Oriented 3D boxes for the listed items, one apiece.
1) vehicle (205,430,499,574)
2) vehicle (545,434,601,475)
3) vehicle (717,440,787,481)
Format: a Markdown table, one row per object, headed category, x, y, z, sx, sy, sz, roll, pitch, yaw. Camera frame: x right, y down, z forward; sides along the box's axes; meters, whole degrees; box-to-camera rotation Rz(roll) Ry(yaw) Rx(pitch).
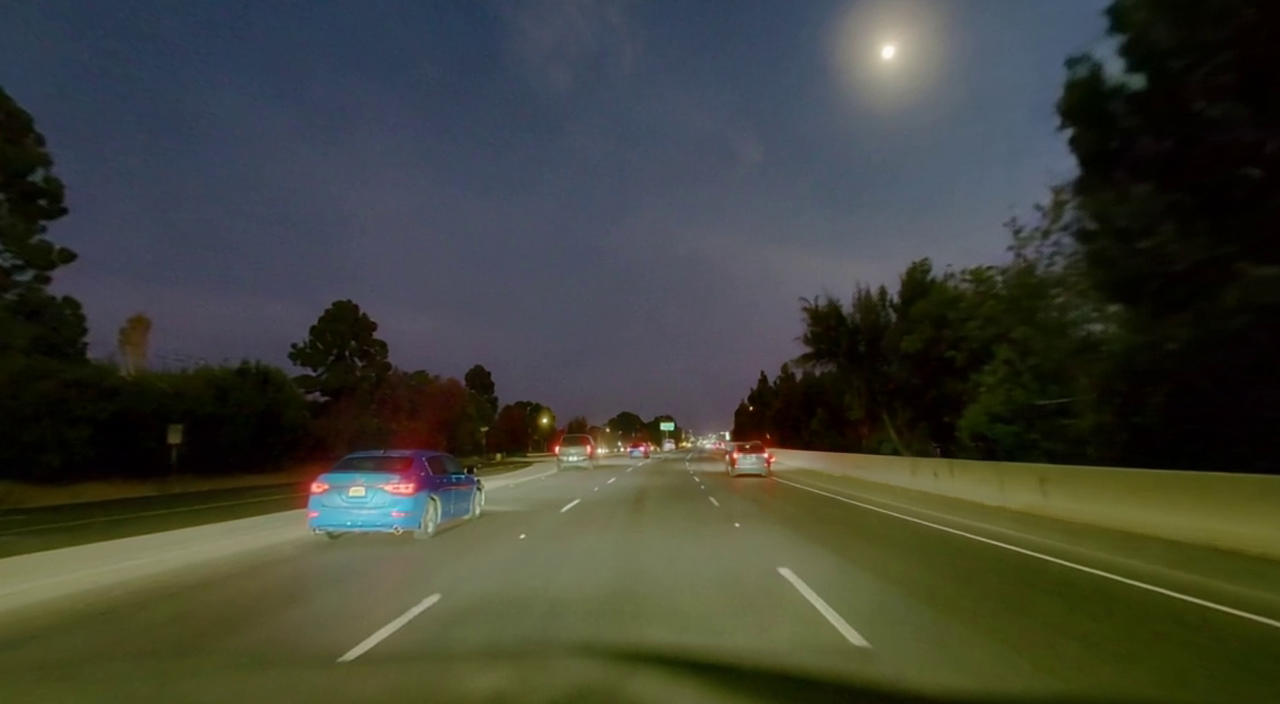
| category | x | y | z | sx | sy | sz | roll | pitch | yaw |
| --- | --- | --- | --- | --- | --- | --- | --- | --- | --- |
| vehicle | -3.512 | 1.892 | 8.846 | 1.948 | 1.475 | 4.461 | 0 | -8 | 1 |
| vehicle | -3.163 | 4.972 | 30.783 | 2.122 | 1.847 | 4.696 | 0 | -8 | 1 |
| vehicle | 4.377 | 4.313 | 25.327 | 2.100 | 1.472 | 4.533 | 0 | -8 | 1 |
